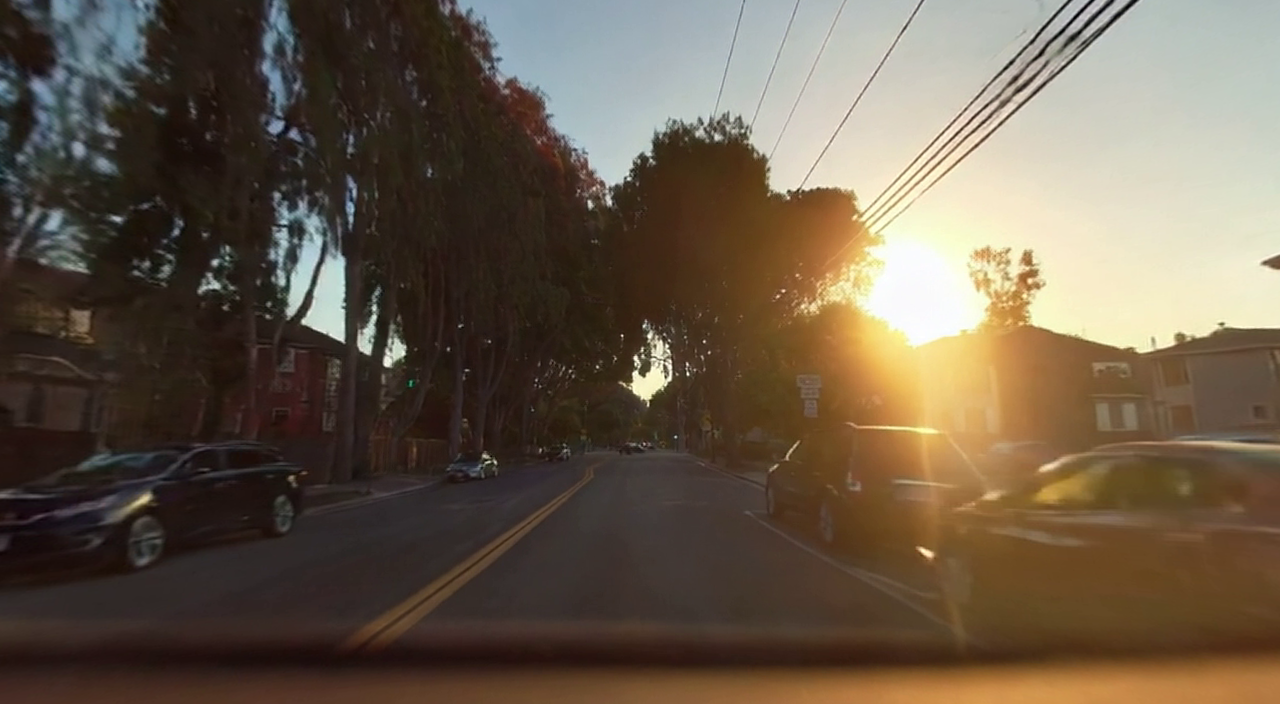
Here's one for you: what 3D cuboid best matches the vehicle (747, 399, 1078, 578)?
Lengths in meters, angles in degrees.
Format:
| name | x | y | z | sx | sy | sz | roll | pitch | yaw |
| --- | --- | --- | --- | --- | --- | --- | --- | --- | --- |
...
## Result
| name | x | y | z | sx | sy | sz | roll | pitch | yaw |
| --- | --- | --- | --- | --- | --- | --- | --- | --- | --- |
| vehicle | 3.271 | 1.810 | 9.365 | 2.202 | 1.805 | 5.756 | 0 | -8 | -1 |

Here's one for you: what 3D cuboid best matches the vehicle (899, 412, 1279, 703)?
| name | x | y | z | sx | sy | sz | roll | pitch | yaw |
| --- | --- | --- | --- | --- | --- | --- | --- | --- | --- |
| vehicle | 3.321 | 1.120 | 3.467 | 1.869 | 1.453 | 4.237 | 0 | -8 | -2 |

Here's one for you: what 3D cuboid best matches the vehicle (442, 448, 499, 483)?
| name | x | y | z | sx | sy | sz | roll | pitch | yaw |
| --- | --- | --- | --- | --- | --- | --- | --- | --- | --- |
| vehicle | -7.690 | 5.155 | 29.051 | 1.902 | 1.456 | 4.451 | 1 | -8 | -7 |

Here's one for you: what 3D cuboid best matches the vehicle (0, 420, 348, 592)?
| name | x | y | z | sx | sy | sz | roll | pitch | yaw |
| --- | --- | --- | --- | --- | --- | --- | --- | --- | --- |
| vehicle | -6.784 | 2.035 | 9.471 | 2.151 | 1.789 | 5.482 | 0 | -8 | 0 |
